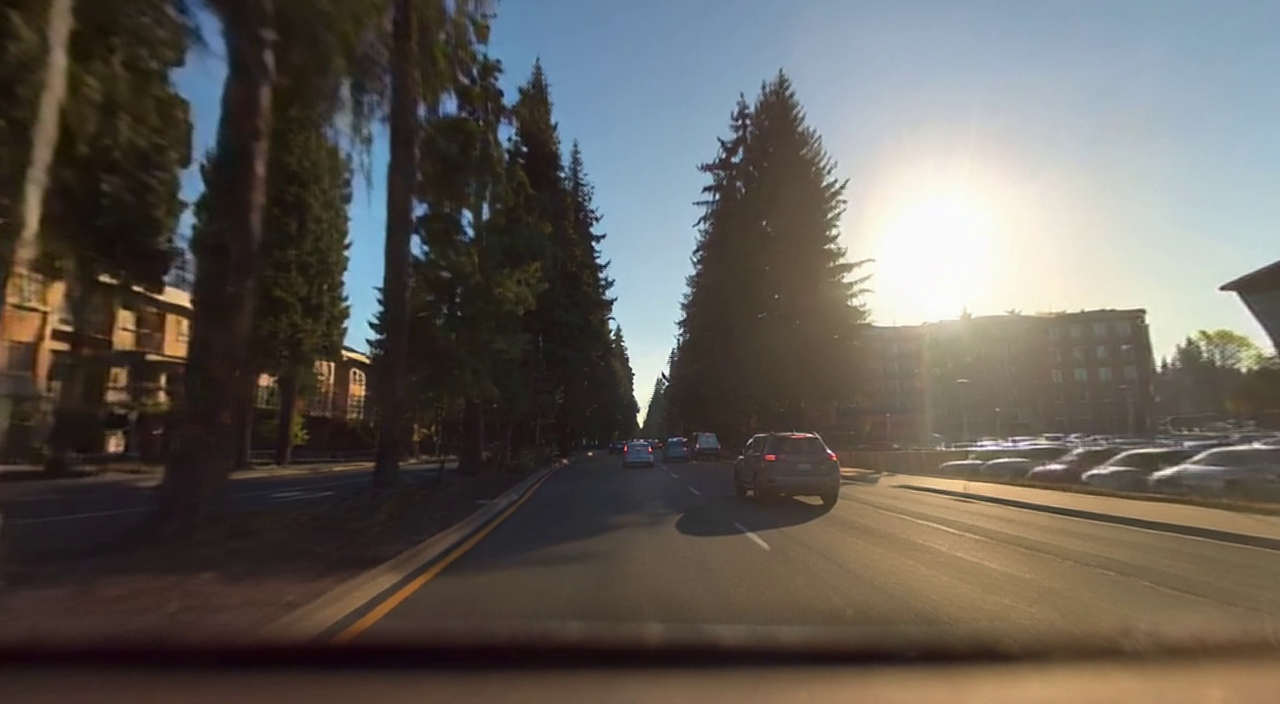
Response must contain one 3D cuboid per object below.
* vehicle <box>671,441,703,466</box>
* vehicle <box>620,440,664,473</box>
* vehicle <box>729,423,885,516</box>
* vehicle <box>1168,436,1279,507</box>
[{"bbox_3d":[3.515,7.654,47.684,1.976,1.725,4.159,0,-9,-1],"label":"vehicle"},{"bbox_3d":[0.049,5.306,32.242,2.145,1.572,4.021,0,-9,-1],"label":"vehicle"},{"bbox_3d":[3.598,2.667,14.786,2.235,1.806,4.818,0,-9,-1],"label":"vehicle"},{"bbox_3d":[17.435,3.297,17.695,4.612,1.747,2.183,4,-10,-26],"label":"vehicle"}]
